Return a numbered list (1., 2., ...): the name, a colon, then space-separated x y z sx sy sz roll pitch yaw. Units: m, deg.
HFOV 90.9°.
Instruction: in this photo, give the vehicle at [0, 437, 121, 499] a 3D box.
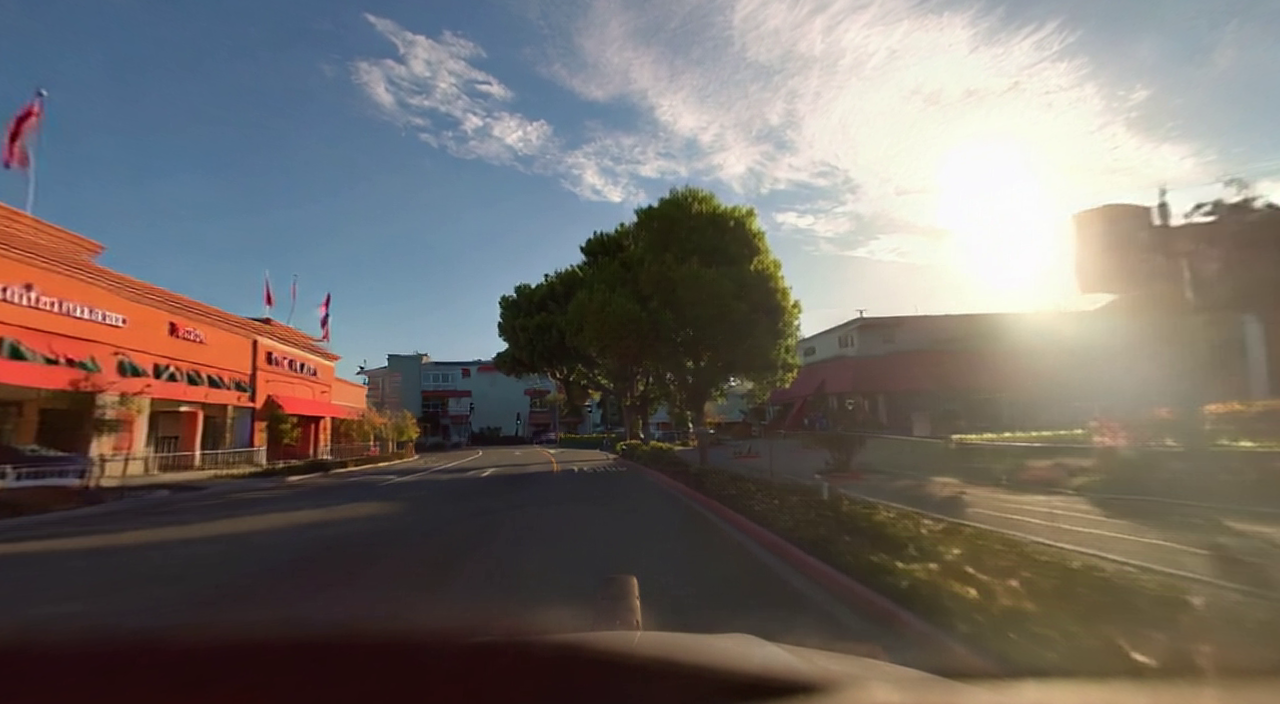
1. vehicle: -16.526 3.214 17.854 1.778 1.584 2.802 2 -8 -18
